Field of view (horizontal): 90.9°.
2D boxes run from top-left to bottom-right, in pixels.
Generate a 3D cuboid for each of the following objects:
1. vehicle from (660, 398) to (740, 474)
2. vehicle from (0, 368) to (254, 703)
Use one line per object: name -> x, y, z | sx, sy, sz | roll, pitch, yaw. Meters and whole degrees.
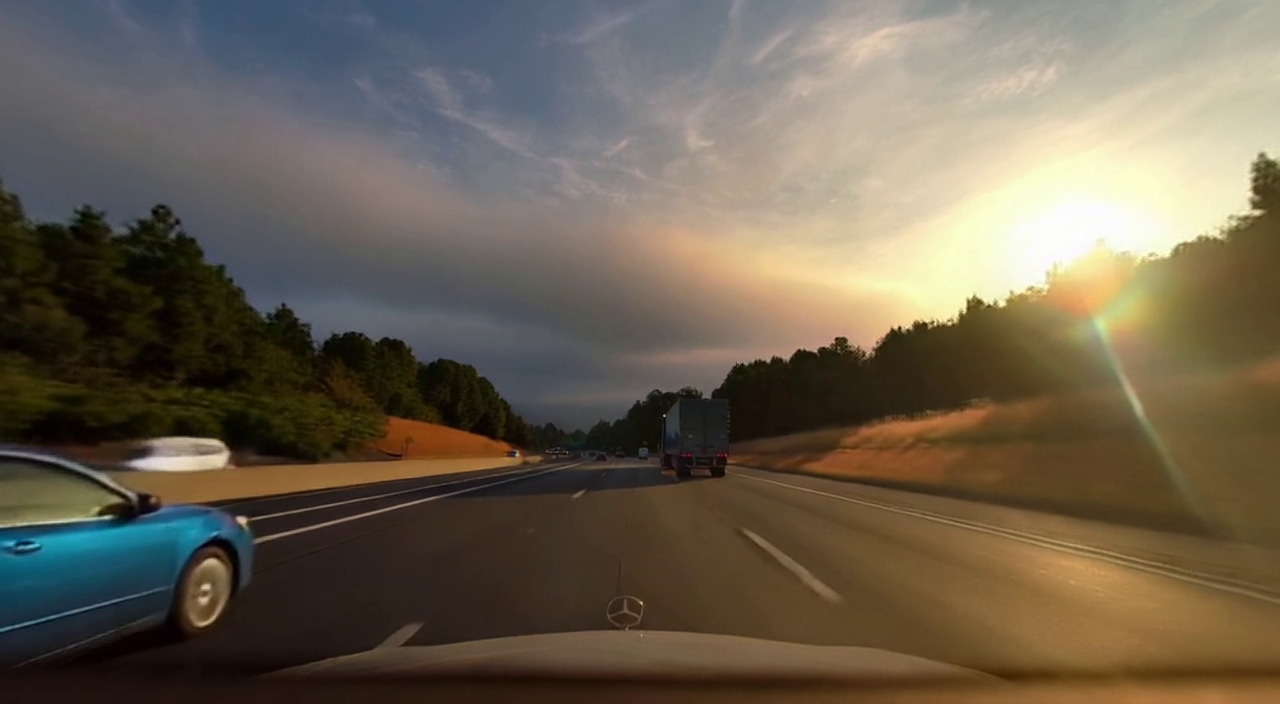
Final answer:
vehicle -> 3.630, 6.114, 44.358 | 3.532, 4.201, 17.611 | 0, -9, -1
vehicle -> -4.065, 0.881, 2.671 | 2.115, 1.670, 4.261 | 0, -9, 0
